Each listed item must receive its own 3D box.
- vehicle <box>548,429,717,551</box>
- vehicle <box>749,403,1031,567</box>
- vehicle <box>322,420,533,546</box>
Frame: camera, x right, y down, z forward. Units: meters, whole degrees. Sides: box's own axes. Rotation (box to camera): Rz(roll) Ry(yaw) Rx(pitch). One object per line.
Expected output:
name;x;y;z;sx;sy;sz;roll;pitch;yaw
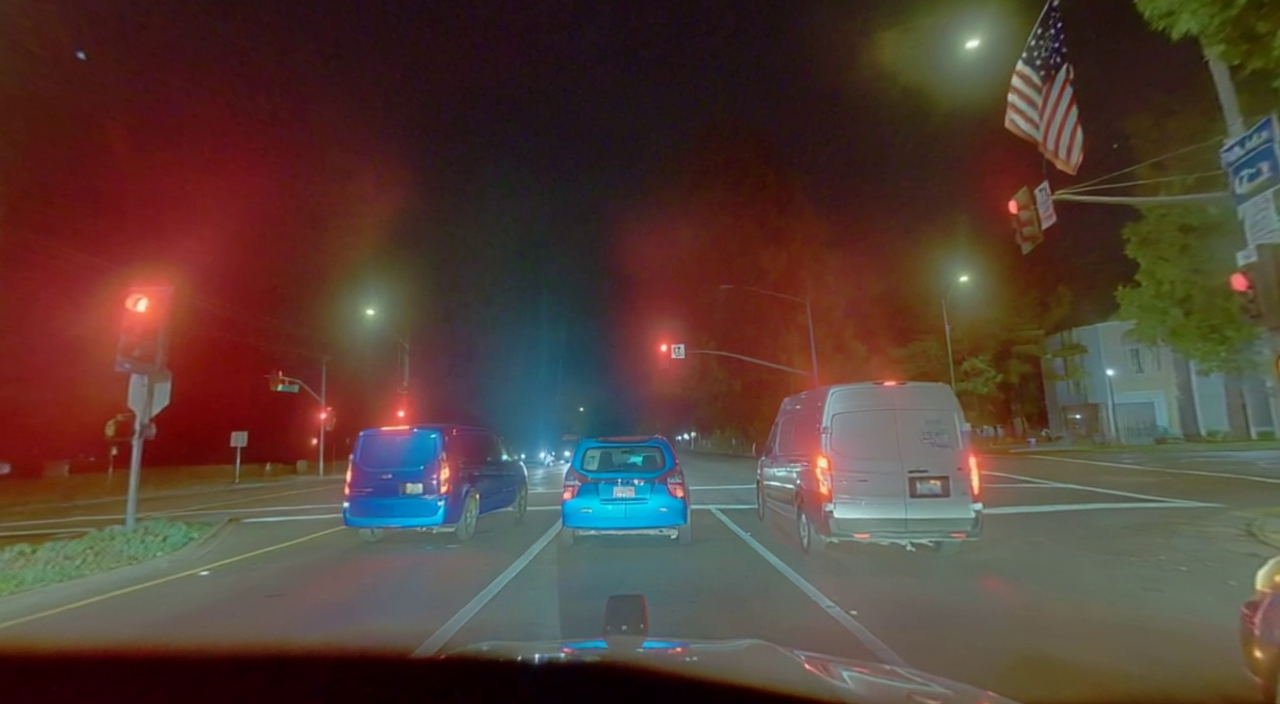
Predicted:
vehicle;-0.113;2.035;9.984;2.098;1.494;4.118;0;-9;-1
vehicle;3.068;1.760;9.035;2.178;1.746;4.400;0;-9;-1
vehicle;-3.221;2.069;10.578;2.024;1.677;3.998;0;-9;2
